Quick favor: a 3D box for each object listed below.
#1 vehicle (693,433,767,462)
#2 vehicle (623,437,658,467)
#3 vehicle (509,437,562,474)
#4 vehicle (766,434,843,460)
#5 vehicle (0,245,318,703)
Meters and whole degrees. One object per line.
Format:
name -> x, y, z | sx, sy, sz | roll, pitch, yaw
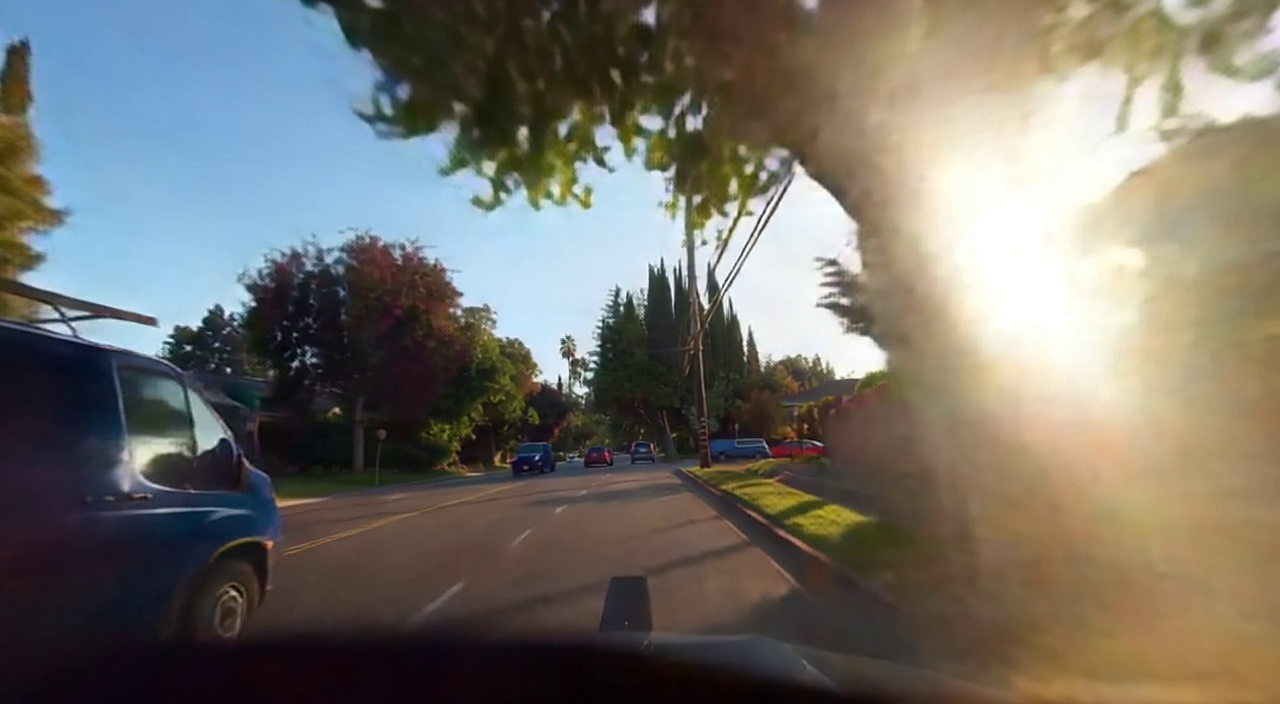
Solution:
vehicle -> 6.731, 7.121, 46.902 | 5.012, 1.711, 2.457 | -6, -8, 15
vehicle -> 0.051, 6.237, 39.439 | 2.120, 1.718, 3.909 | 0, -8, 0
vehicle -> -6.507, 6.519, 40.091 | 2.333, 2.165, 5.436 | 0, -8, 1
vehicle -> 10.343, 6.014, 39.902 | 4.295, 1.505, 1.918 | -1, -8, 1
vehicle -> -3.653, 0.575, 1.761 | 2.336, 2.152, 5.866 | 0, -8, 1
